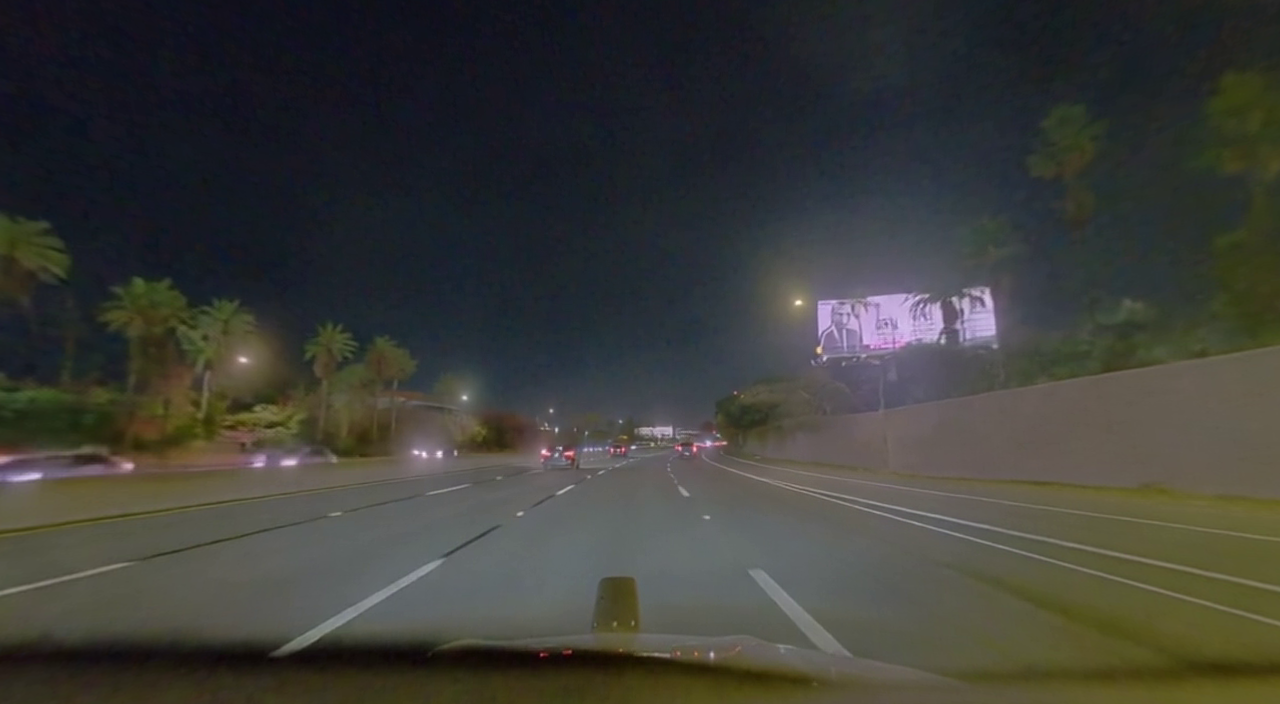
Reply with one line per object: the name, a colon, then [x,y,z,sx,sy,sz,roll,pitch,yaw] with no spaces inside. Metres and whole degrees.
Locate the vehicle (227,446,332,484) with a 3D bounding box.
vehicle: [-14.541,4.565,25.776,1.961,1.413,3.799,-1,-8,2]

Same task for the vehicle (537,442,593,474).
vehicle: [-3.695,5.326,32.031,2.078,1.457,4.648,-1,-8,3]
